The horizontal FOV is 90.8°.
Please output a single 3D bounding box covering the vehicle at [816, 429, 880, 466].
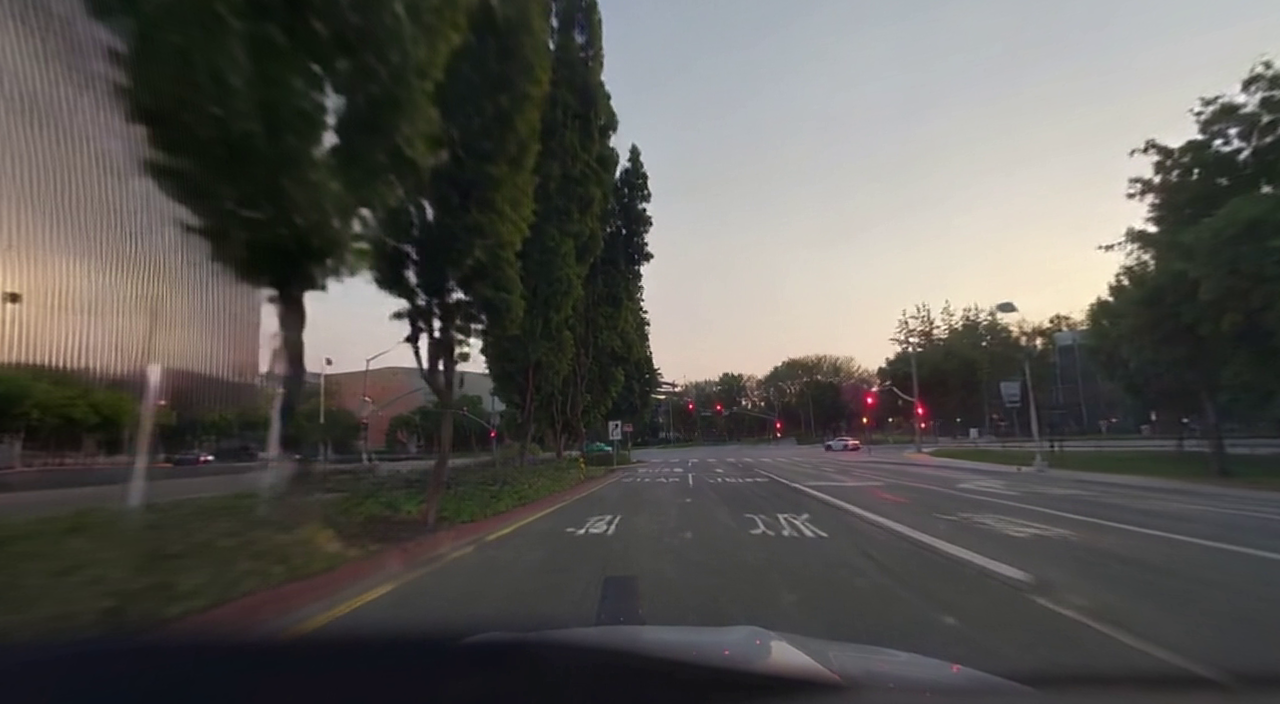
[{"bbox_3d":[11.357,5.257,34.837,2.156,1.881,4.743,0,-9,4],"label":"vehicle"}]
